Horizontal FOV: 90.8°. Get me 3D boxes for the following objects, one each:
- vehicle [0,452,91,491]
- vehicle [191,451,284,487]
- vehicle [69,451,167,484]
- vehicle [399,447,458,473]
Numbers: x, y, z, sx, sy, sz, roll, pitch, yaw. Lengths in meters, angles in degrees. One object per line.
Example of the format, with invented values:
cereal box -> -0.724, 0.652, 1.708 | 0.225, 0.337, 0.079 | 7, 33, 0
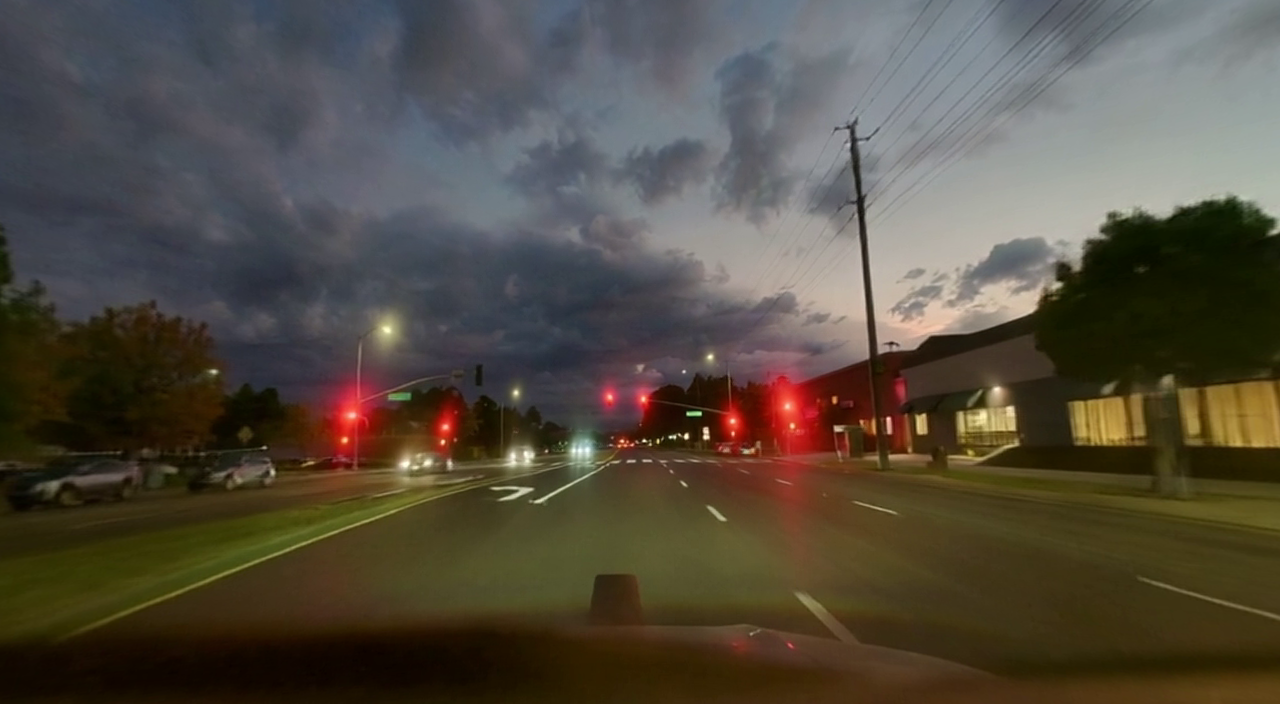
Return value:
vehicle -> -26.614, 5.108, 27.327 | 1.775, 1.479, 4.572 | 0, -9, -3
vehicle -> -19.561, 5.682, 30.917 | 1.851, 1.584, 4.035 | 0, -9, 0
vehicle -> -26.692, 5.889, 32.493 | 1.788, 1.538, 3.788 | 0, -9, 0
vehicle -> -12.875, 6.579, 38.776 | 2.034, 1.447, 4.484 | 0, -9, 0
